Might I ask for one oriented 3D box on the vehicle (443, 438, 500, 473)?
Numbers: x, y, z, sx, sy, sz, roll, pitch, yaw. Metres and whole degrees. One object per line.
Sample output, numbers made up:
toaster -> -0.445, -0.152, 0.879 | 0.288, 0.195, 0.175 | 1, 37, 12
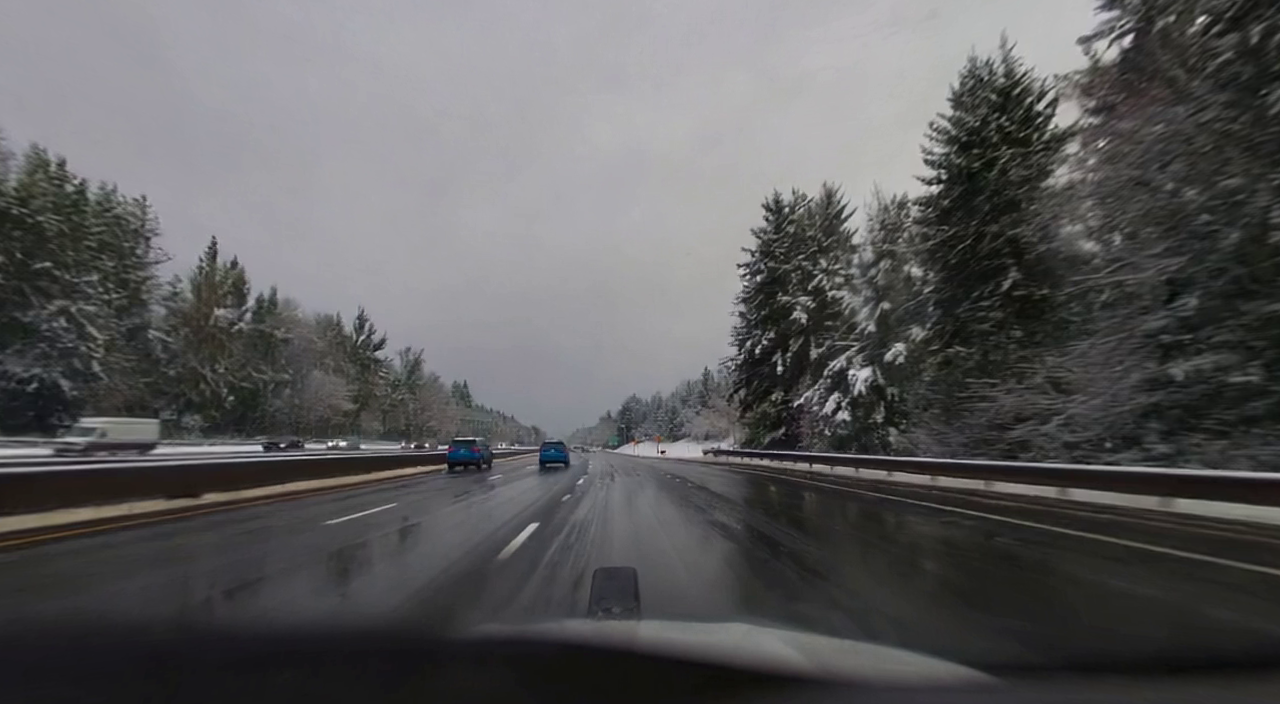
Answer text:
vehicle -> -8.810, 5.440, 33.410 | 2.016, 1.711, 4.365 | 0, -9, -3

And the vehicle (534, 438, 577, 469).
vehicle -> -4.959, 6.052, 37.736 | 2.146, 1.766, 4.502 | 0, -9, -3

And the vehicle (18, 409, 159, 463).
vehicle -> -38.148, 5.976, 44.223 | 3.012, 3.426, 7.995 | 1, -9, -4
